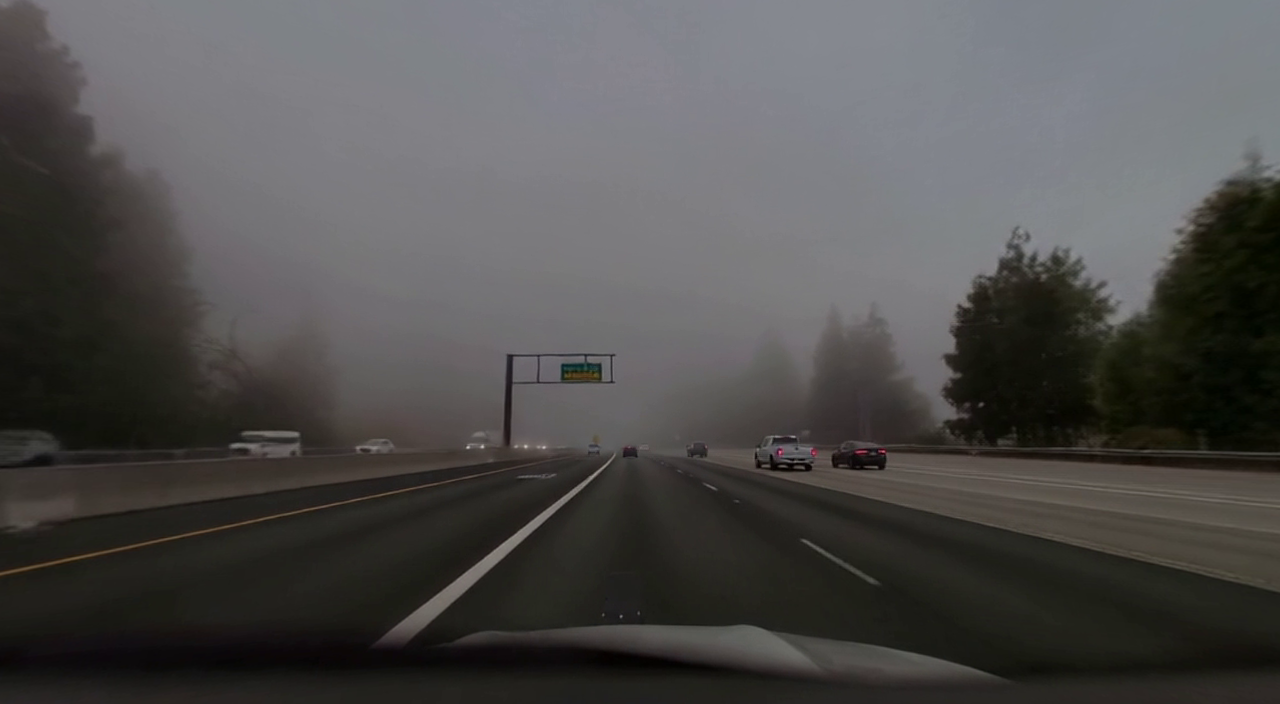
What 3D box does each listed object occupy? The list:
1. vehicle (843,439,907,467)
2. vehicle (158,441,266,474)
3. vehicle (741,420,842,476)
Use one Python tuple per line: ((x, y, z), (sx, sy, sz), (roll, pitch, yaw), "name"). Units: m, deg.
((14.092, 6.078, 38.020), (2.072, 1.611, 4.387), (0, -8, -2), "vehicle")
((-20.680, 5.113, 30.735), (1.953, 1.466, 4.777), (0, -8, -1), "vehicle")
((7.029, 4.643, 30.584), (2.779, 2.339, 8.073), (0, -8, -1), "vehicle")
